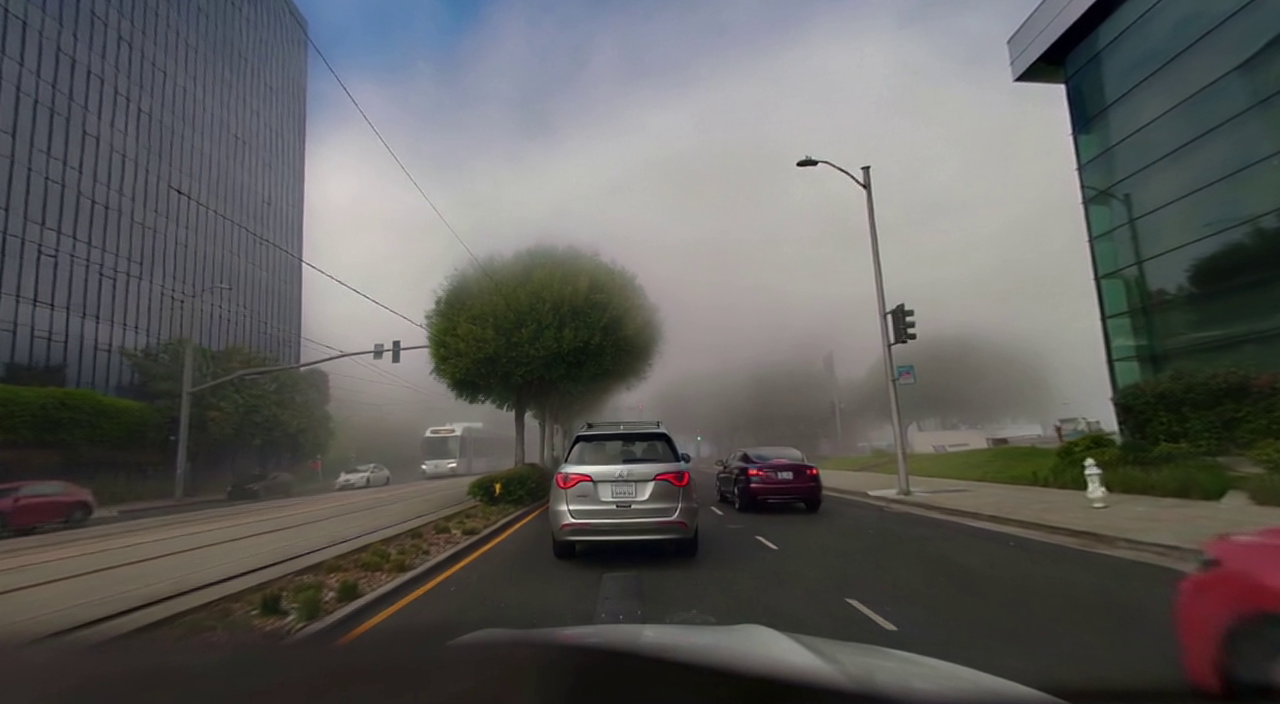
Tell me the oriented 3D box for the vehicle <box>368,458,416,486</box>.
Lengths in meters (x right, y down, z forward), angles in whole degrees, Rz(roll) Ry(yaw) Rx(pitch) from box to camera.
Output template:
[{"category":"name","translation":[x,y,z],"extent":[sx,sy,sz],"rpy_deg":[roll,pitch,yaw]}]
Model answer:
[{"category":"vehicle","translation":[-19.455,9.393,49.776],"extent":[1.933,1.919,4.913],"rpy_deg":[0,-8,-3]}]

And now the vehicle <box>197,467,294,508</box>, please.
[{"category":"vehicle","translation":[-19.440,6.677,31.419],"extent":[2.066,1.700,4.536],"rpy_deg":[0,-9,-3]}]

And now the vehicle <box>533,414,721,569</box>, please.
[{"category":"vehicle","translation":[-0.243,1.937,9.551],"extent":[2.178,1.779,4.255],"rpy_deg":[0,-8,-2]}]

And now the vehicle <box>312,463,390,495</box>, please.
[{"category":"vehicle","translation":[-15.310,6.721,33.800],"extent":[2.077,1.458,4.718],"rpy_deg":[0,-8,-2]}]

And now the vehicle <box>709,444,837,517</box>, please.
[{"category":"vehicle","translation":[2.989,2.968,15.232],"extent":[1.993,1.480,4.324],"rpy_deg":[0,-8,-2]}]

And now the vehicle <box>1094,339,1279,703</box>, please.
[{"category":"vehicle","translation":[3.527,0.608,1.083],"extent":[2.029,1.717,4.624],"rpy_deg":[0,-8,0]}]

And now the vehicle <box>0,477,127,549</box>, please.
[{"category":"vehicle","translation":[-15.093,3.848,15.309],"extent":[1.798,1.409,4.239],"rpy_deg":[0,-8,-2]}]
